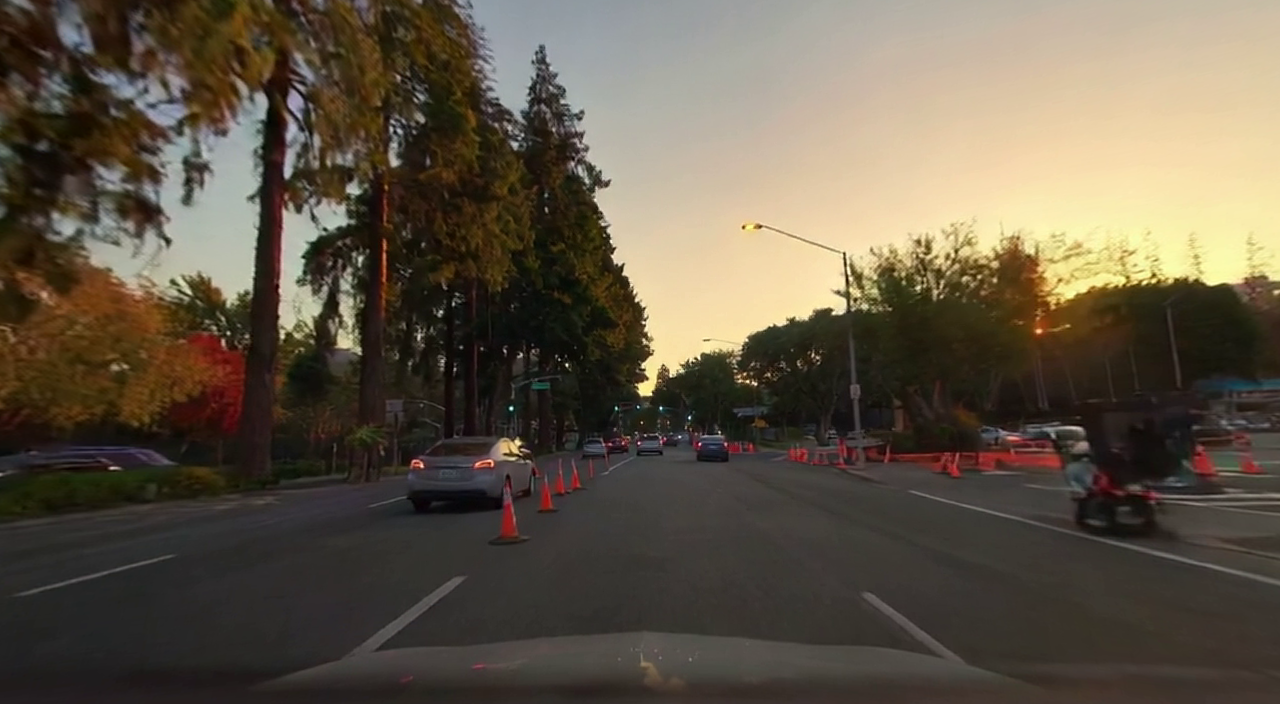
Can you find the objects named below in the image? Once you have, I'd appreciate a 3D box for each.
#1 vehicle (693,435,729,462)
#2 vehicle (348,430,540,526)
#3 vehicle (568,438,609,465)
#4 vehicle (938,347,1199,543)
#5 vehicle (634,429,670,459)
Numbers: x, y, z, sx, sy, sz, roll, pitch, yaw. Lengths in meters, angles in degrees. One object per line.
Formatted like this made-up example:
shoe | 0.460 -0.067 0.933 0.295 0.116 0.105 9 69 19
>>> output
vehicle | 4.502 6.184 40.432 1.984 1.659 4.226 0 -8 2
vehicle | -3.456 2.323 12.263 2.107 1.482 4.674 0 -8 2
vehicle | -2.988 5.912 37.559 1.998 1.481 4.656 0 -8 1
vehicle | 6.619 1.462 10.211 1.910 2.539 2.846 -6 -7 1
vehicle | 0.887 6.765 46.176 2.505 2.084 4.768 0 -8 1
